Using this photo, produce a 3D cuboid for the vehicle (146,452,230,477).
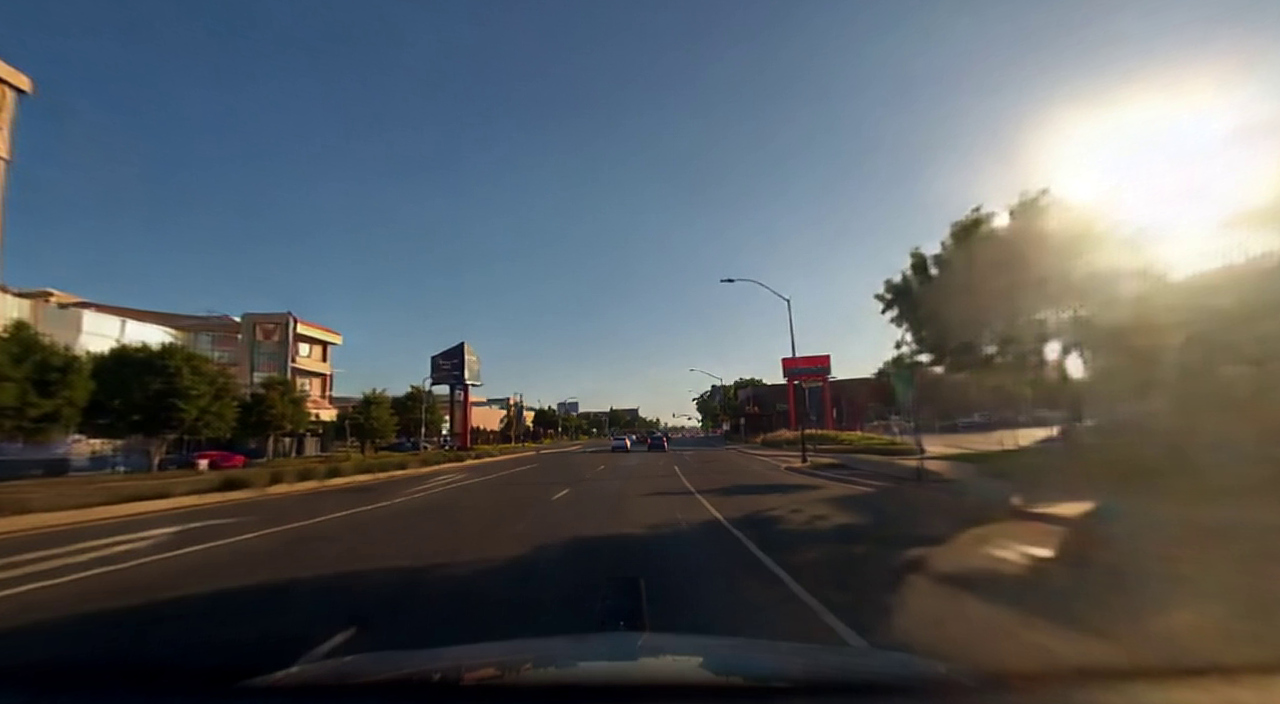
[{"bbox_3d":[-33.322,8.270,46.628,4.743,1.760,2.046,-1,-9,5],"label":"vehicle"}]
